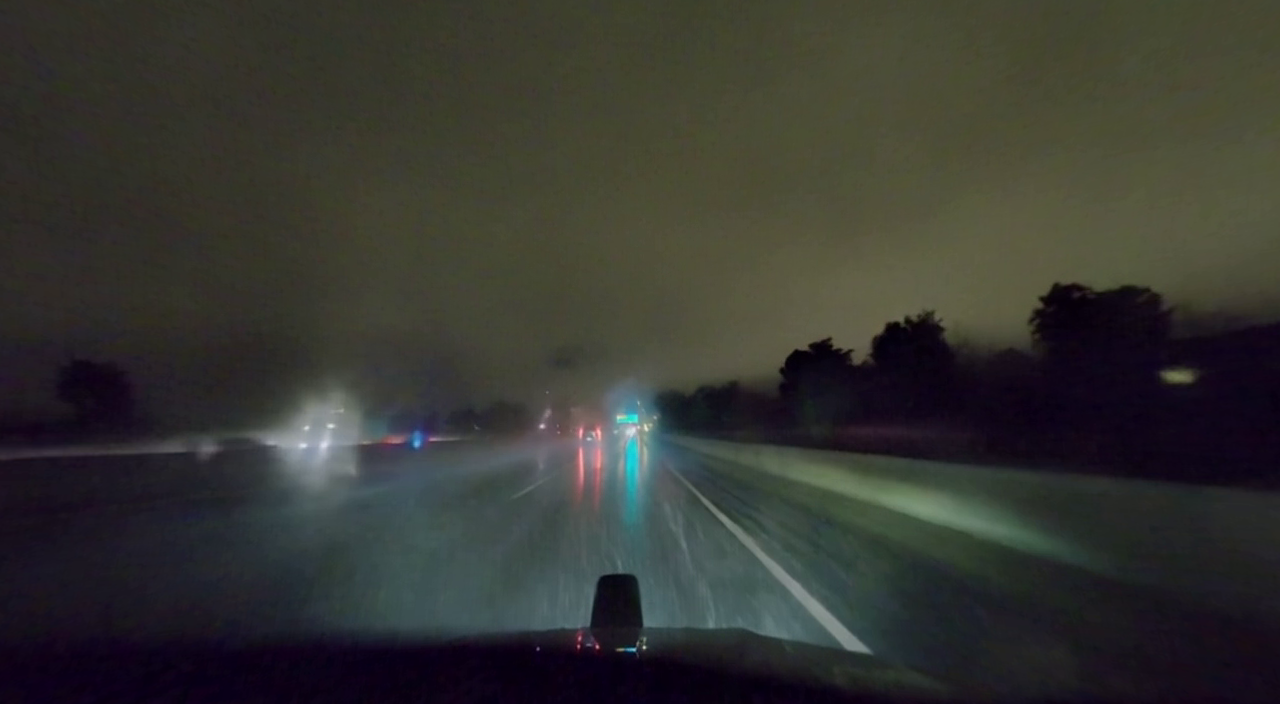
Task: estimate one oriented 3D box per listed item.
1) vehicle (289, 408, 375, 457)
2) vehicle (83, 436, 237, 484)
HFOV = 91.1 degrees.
[{"bbox_3d":[-24.186,6.435,49.926,2.838,3.540,7.976,0,-8,-1],"label":"vehicle"},{"bbox_3d":[-16.370,3.665,21.809,1.913,1.497,4.419,0,-8,-1],"label":"vehicle"}]
